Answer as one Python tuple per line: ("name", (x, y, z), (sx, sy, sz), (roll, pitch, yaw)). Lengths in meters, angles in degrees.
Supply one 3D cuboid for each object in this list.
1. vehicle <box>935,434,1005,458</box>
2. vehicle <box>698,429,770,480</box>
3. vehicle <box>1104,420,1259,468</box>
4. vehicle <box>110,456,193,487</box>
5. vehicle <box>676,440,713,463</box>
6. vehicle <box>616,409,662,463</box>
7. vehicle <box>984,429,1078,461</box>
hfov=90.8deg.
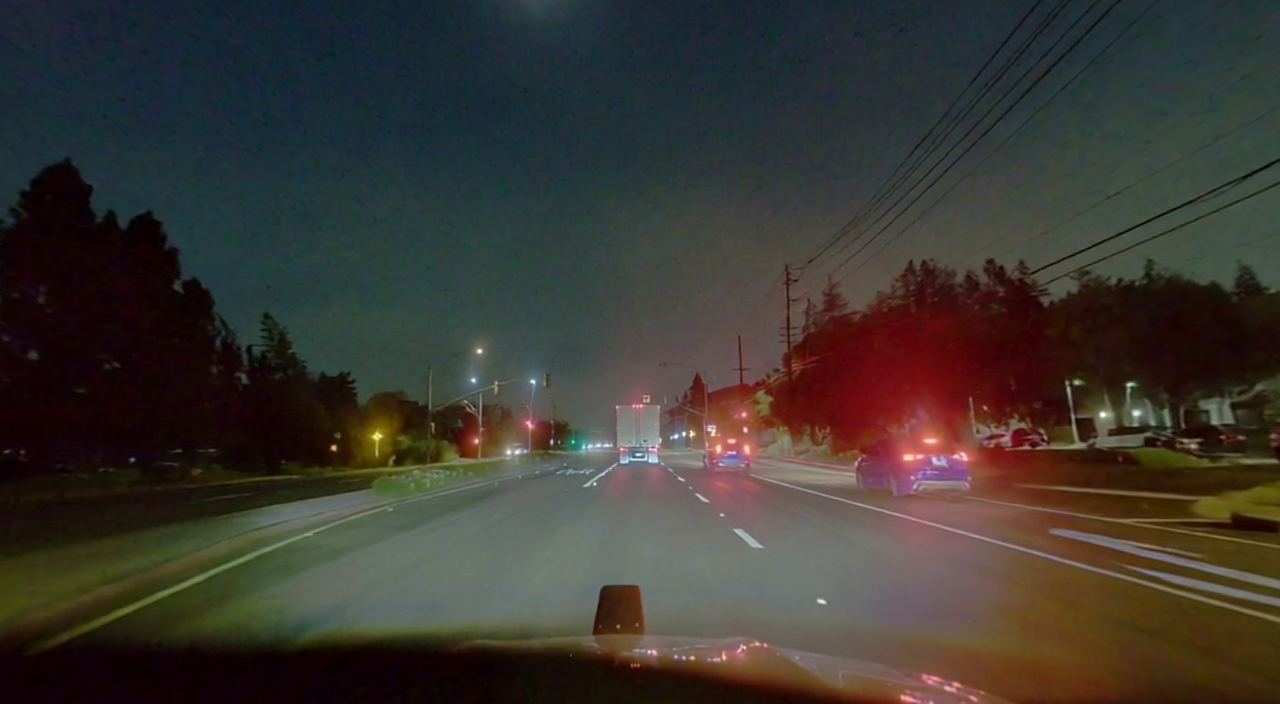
("vehicle", (20.747, 5.952, 39.949), (1.887, 1.448, 4.723), (0, -8, 0))
("vehicle", (3.615, 4.061, 25.284), (2.086, 1.803, 4.607), (0, -8, -1))
("vehicle", (20.834, 3.582, 24.630), (1.917, 1.682, 4.575), (0, -8, -1))
("vehicle", (-31.246, 7.615, 40.629), (2.099, 1.801, 4.957), (1, -9, -11))
("vehicle", (3.708, 6.924, 43.942), (2.146, 1.474, 4.564), (0, -8, 0))
("vehicle", (-0.044, 5.862, 43.605), (2.889, 3.347, 8.285), (0, -8, 0))
("vehicle", (20.564, 4.921, 33.469), (2.010, 1.567, 4.519), (0, -8, -1))
